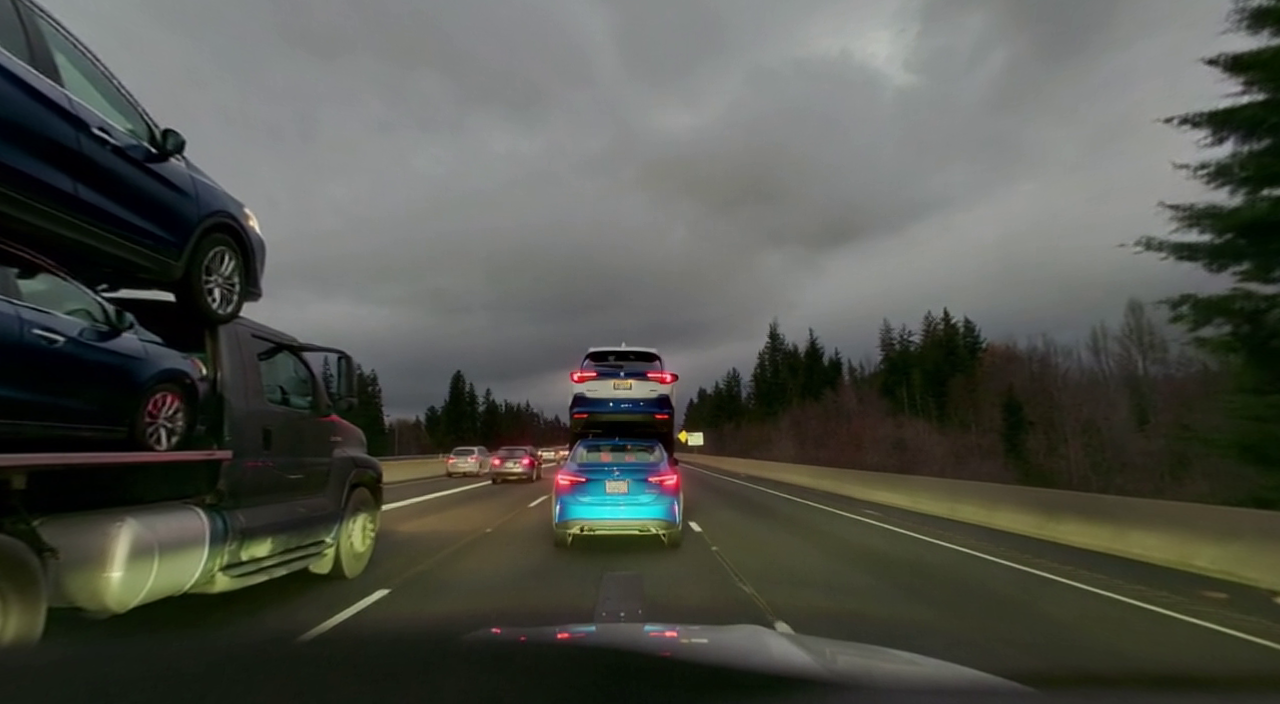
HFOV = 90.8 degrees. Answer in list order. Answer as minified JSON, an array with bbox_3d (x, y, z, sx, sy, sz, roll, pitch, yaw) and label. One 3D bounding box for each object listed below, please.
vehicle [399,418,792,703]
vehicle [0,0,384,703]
[{"bbox_3d":[-0.268,1.362,4.977,1.991,1.507,3.391,0,-9,-2],"label":"vehicle"},{"bbox_3d":[-4.556,0.184,4.474,2.963,3.836,6.016,0,-9,-2],"label":"vehicle"}]
